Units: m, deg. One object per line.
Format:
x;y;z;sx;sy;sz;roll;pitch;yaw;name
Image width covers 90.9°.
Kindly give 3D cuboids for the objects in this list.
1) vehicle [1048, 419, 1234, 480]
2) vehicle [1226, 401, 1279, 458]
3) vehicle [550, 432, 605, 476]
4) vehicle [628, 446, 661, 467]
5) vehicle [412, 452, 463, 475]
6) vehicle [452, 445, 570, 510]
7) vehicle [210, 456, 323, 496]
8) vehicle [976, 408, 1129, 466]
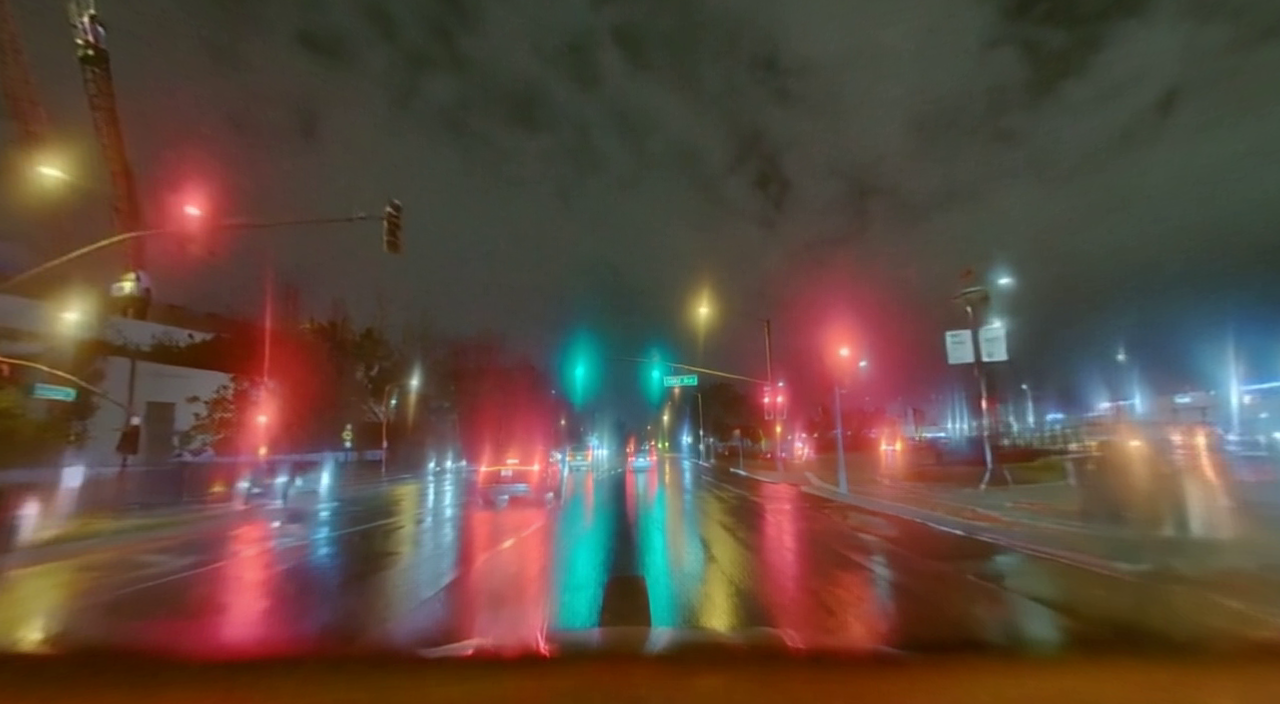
13.316;2.546;16.805;4.061;1.465;1.803;2;-8;-17;vehicle
23.521;2.920;23.400;2.304;1.936;5.023;-8;-11;41;vehicle
-3.134;5.241;32.608;2.240;2.054;4.662;-1;-9;2;vehicle
0.347;7.383;44.708;2.171;1.422;4.146;0;-9;1;vehicle
-14.237;7.835;44.617;1.935;1.481;4.702;-1;-9;2;vehicle
-3.094;3.117;16.171;1.959;1.406;4.527;-1;-9;2;vehicle
-15.101;5.011;25.819;1.879;1.450;4.279;-1;-9;2;vehicle
12.058;2.504;18.505;3.500;1.563;1.871;2;-9;-19;vehicle
